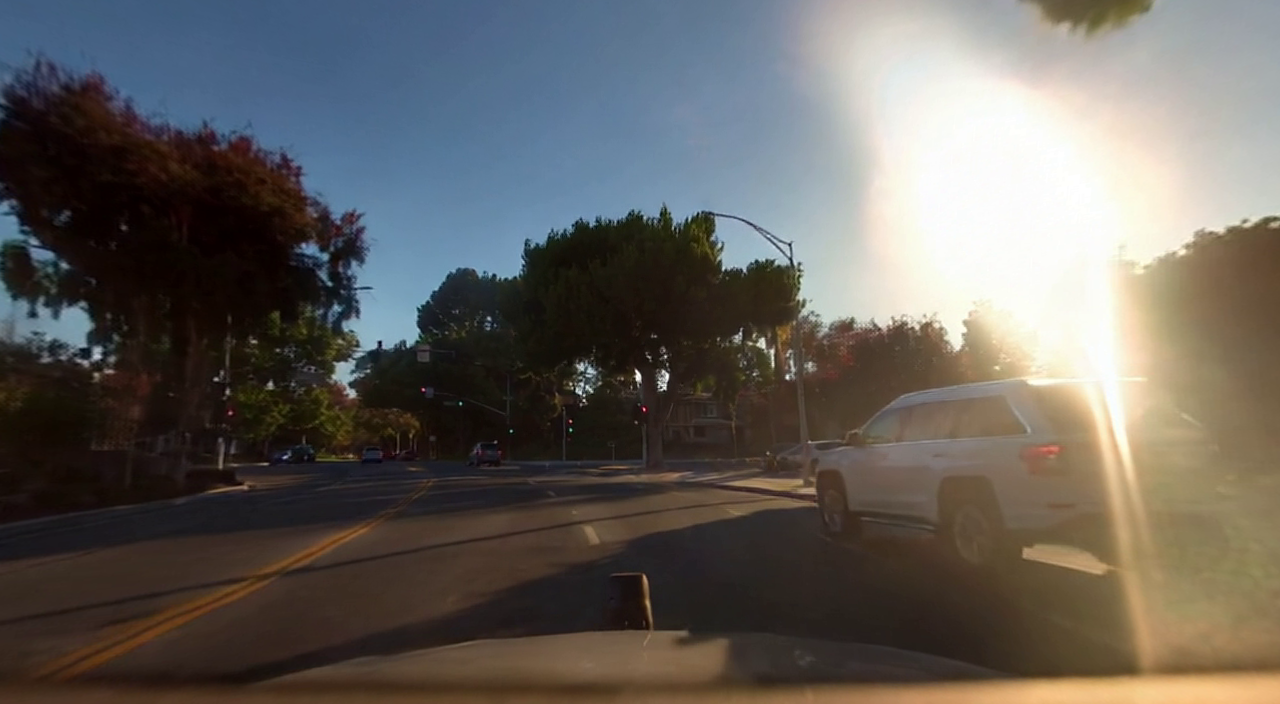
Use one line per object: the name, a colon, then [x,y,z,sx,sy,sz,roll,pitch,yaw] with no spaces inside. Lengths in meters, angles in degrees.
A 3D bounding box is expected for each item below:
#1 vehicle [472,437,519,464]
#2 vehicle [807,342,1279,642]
vehicle: [-9.929,6.738,43.045,2.138,1.729,4.178,4,-9,-26]
vehicle: [4.164,1.372,7.315,2.338,2.063,5.592,1,-9,-7]
